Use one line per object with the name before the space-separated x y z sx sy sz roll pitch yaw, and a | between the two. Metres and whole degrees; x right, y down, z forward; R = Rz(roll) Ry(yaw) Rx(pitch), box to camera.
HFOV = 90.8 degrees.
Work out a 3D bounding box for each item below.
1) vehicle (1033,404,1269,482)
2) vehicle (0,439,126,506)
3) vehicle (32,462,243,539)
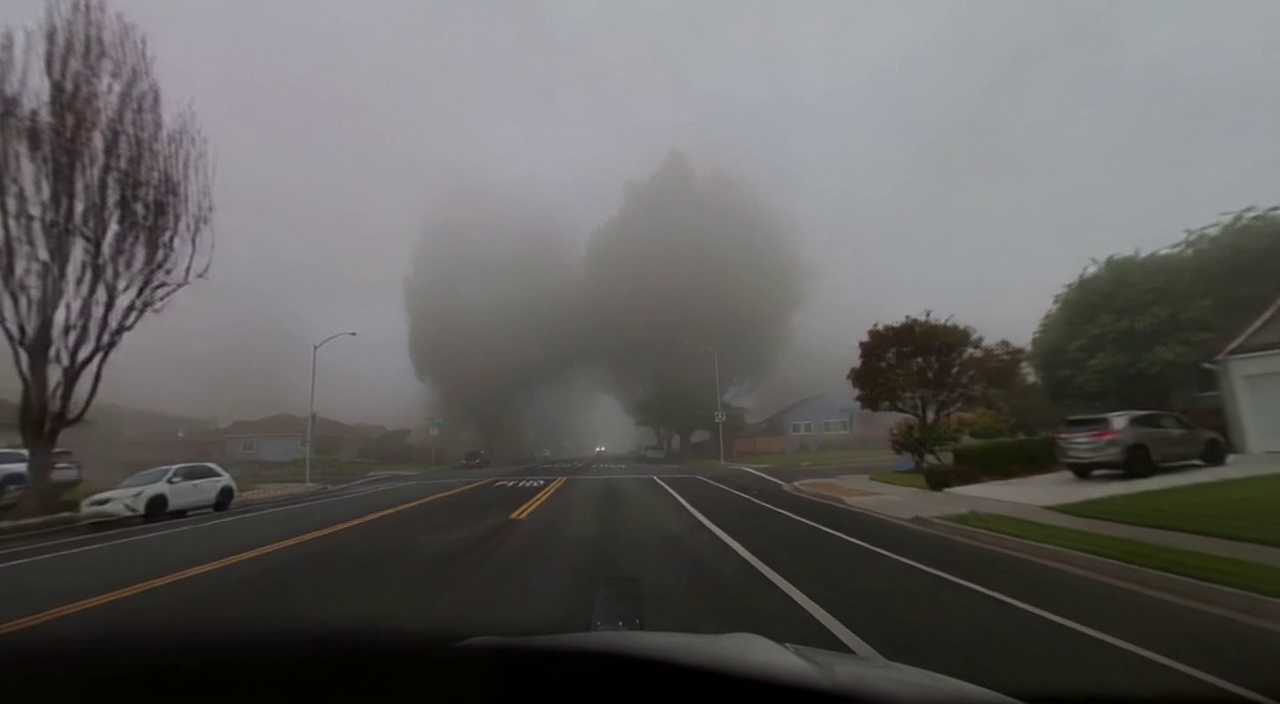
vehicle | 11.880 2.127 14.823 4.216 1.634 1.999 2 -9 -13
vehicle | -19.877 3.852 19.876 5.560 1.892 2.099 -3 -9 0
vehicle | -12.039 3.524 15.584 1.870 1.451 4.140 -1 -8 -2
